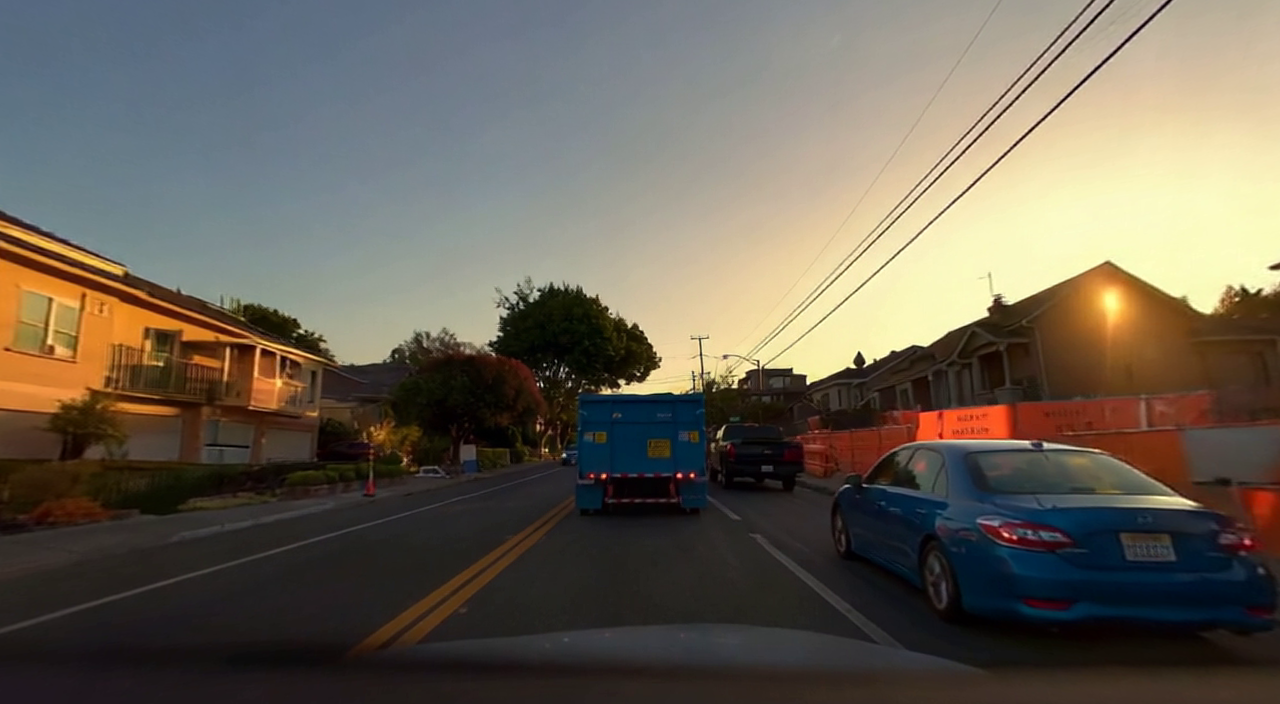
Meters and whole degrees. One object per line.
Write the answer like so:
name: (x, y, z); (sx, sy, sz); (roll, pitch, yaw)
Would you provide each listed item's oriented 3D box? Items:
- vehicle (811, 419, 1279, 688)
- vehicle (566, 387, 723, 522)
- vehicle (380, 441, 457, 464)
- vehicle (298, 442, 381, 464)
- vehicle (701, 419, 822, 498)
vehicle: (3.221, 1.469, 5.846); (2.010, 1.499, 4.481); (0, -8, 0)
vehicle: (0.134, 2.270, 14.262); (2.751, 2.361, 6.347); (0, -9, 1)
vehicle: (-14.953, 6.829, 42.609); (4.490, 1.500, 1.875); (0, -8, -1)
vehicle: (-20.219, 6.790, 42.314); (4.706, 1.468, 1.817); (-1, -8, 3)
vehicle: (3.355, 3.127, 18.802); (2.486, 1.993, 5.667); (0, -8, 0)
